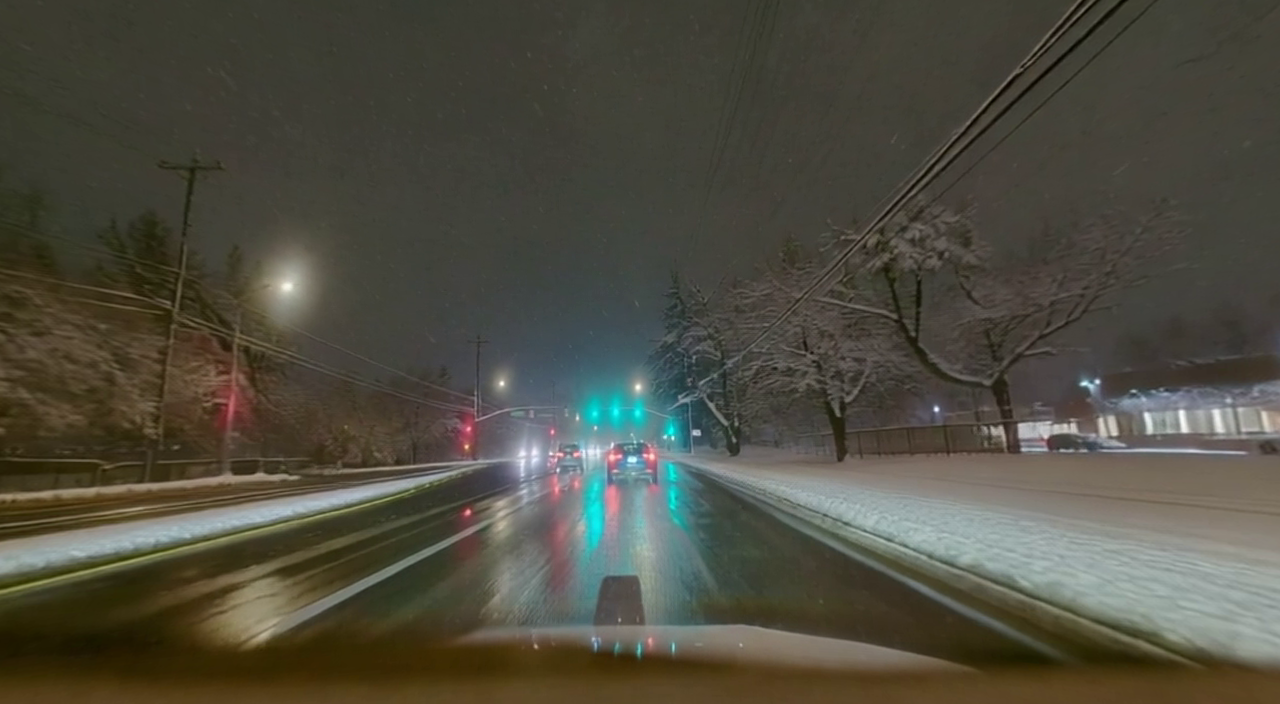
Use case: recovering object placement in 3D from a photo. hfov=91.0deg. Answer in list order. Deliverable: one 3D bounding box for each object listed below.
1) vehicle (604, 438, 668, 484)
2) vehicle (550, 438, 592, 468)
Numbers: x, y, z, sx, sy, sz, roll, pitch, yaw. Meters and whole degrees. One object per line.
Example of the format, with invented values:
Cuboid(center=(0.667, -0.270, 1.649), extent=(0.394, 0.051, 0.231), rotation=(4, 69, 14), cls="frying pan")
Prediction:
Cuboid(center=(-0.128, 4.210, 24.668), extent=(2.235, 1.597, 4.918), rotation=(0, -9, 0), cls="vehicle")
Cuboid(center=(-4.275, 6.330, 39.714), extent=(2.189, 1.776, 4.342), rotation=(0, -9, 0), cls="vehicle")
